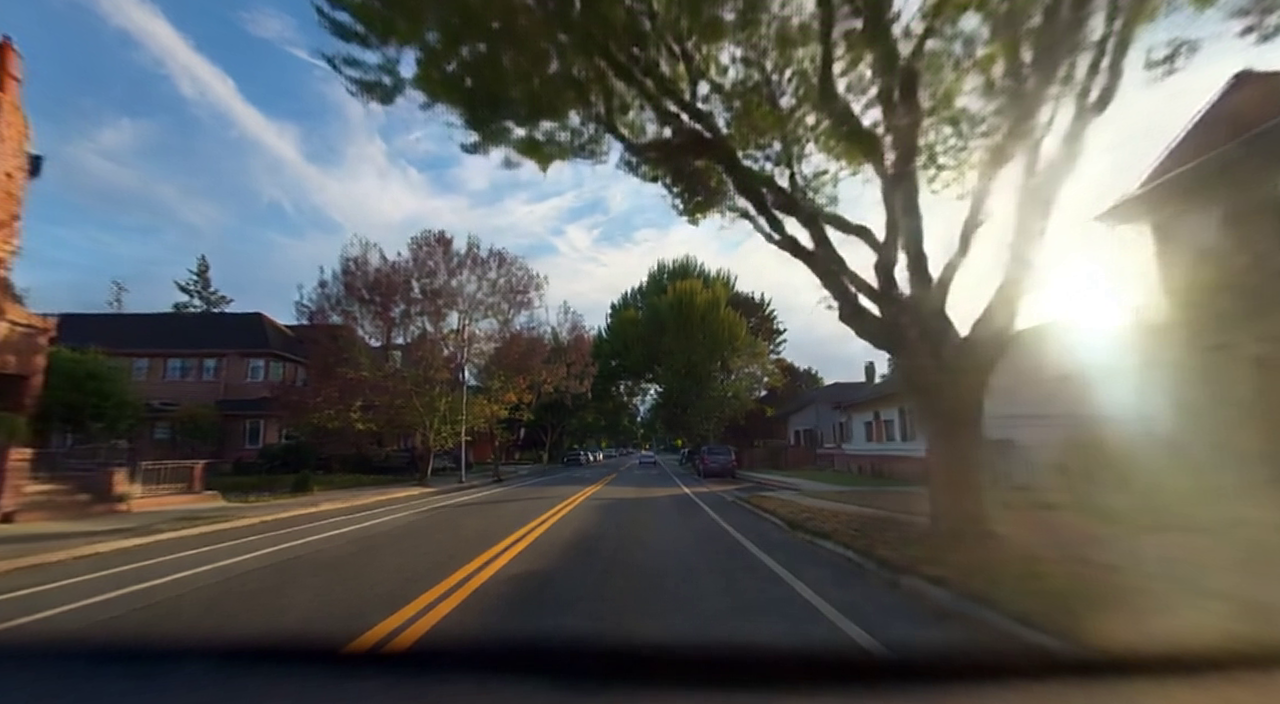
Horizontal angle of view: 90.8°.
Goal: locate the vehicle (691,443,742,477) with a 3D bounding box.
[{"bbox_3d":[4.185,5.984,35.273,1.937,1.752,4.574,1,-9,-5],"label":"vehicle"}]
